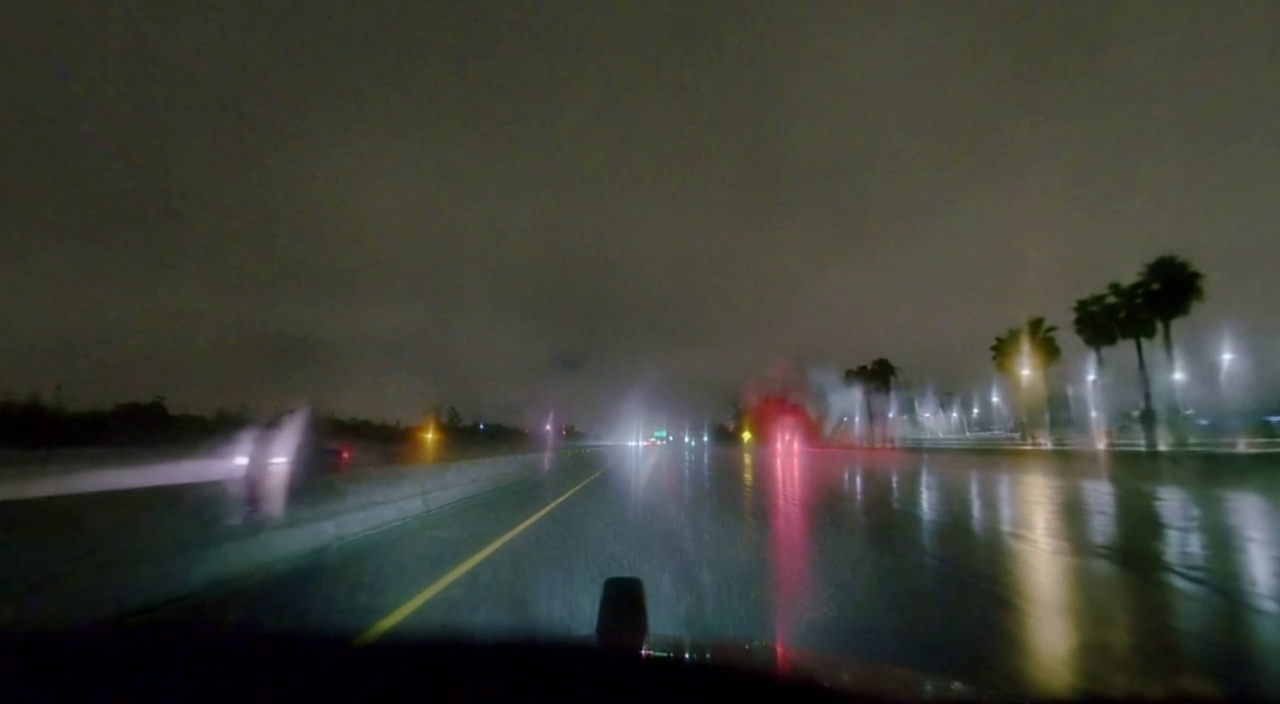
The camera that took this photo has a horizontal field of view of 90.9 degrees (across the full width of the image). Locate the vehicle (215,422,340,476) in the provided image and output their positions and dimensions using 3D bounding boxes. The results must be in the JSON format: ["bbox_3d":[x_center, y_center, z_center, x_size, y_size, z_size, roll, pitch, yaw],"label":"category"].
[{"bbox_3d":[-17.356,4.695,30.723,2.340,2.360,6.092,0,-8,1],"label":"vehicle"}]
